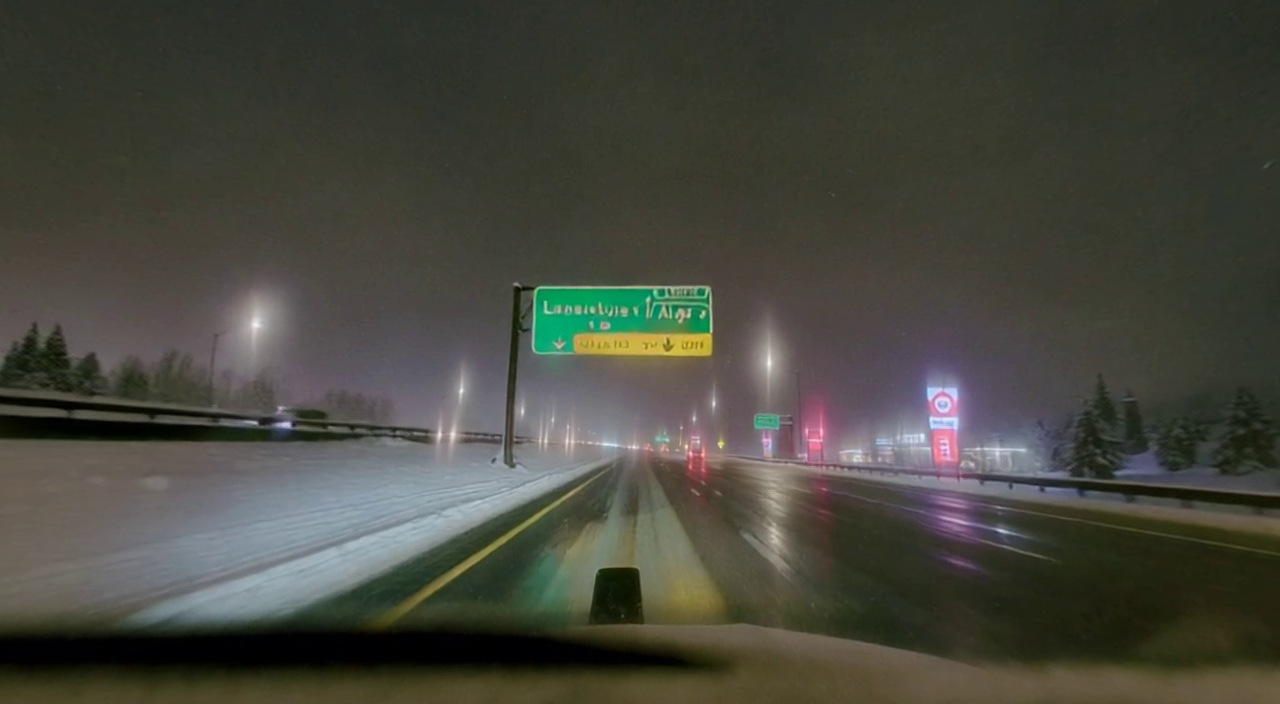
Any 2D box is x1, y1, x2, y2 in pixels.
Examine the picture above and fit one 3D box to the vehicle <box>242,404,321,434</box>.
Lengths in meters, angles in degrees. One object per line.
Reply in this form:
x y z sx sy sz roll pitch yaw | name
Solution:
-21.240 4.060 37.672 1.998 1.579 4.540 0 -9 0 | vehicle
